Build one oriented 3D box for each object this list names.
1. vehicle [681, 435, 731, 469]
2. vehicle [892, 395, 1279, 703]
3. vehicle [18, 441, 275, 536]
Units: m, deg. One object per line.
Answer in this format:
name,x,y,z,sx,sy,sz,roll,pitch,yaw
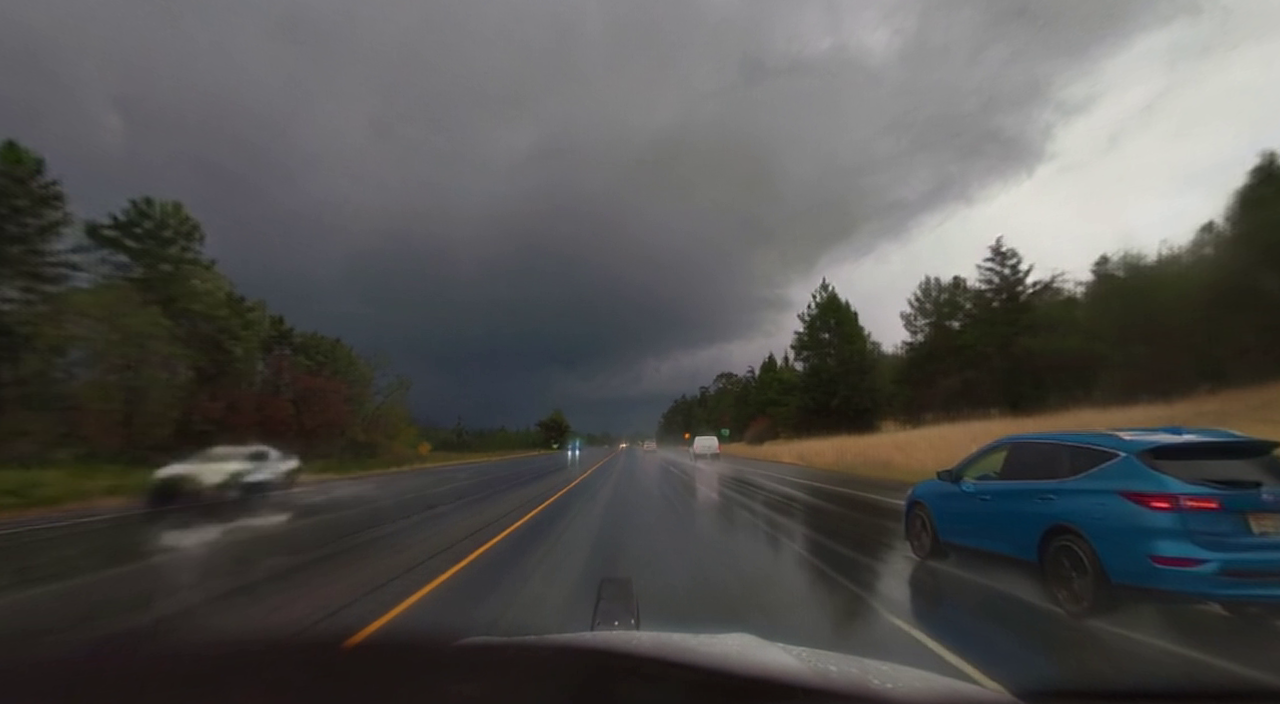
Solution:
vehicle,3.435,5.265,33.471,2.043,1.673,4.016,0,-8,-2
vehicle,3.828,1.216,4.764,1.999,1.501,4.221,0,-8,-1
vehicle,-10.983,3.003,14.627,2.323,1.799,4.546,0,-8,-1
